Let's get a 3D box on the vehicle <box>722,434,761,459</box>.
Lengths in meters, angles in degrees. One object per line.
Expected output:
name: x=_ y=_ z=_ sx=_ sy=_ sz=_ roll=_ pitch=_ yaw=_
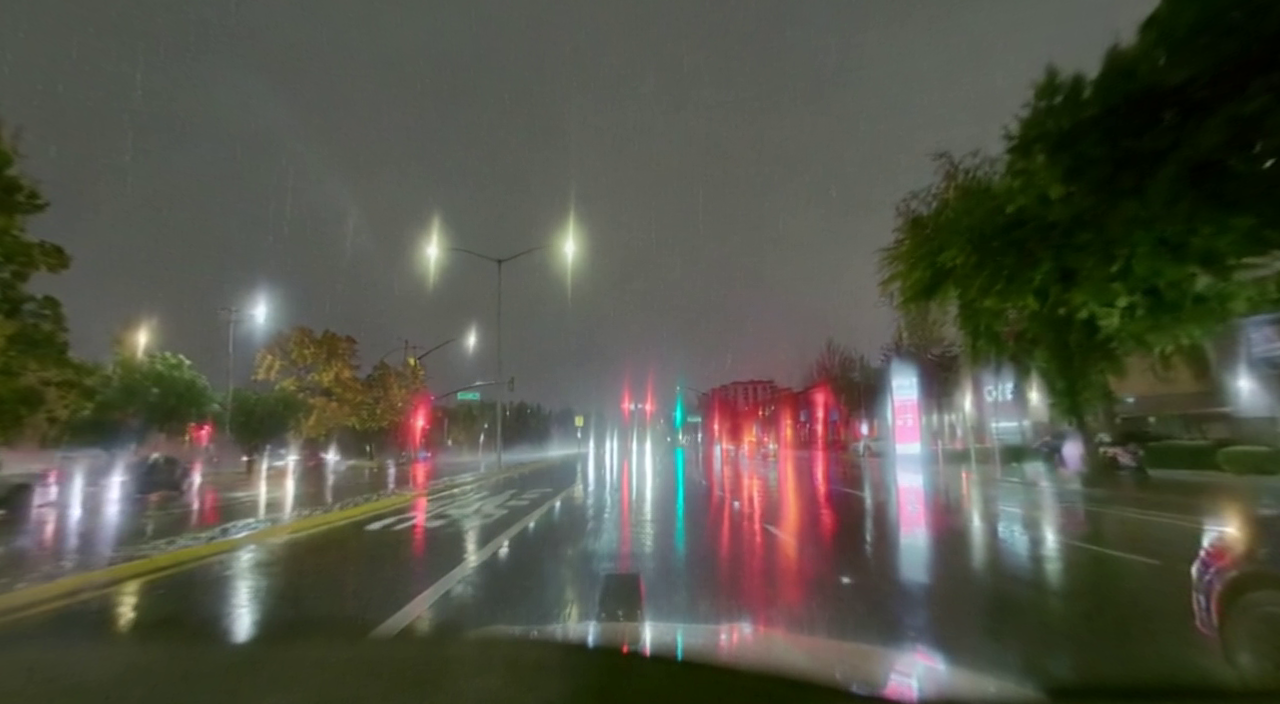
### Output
vehicle: x=7.406 y=6.980 z=46.548 sx=2.068 sy=1.731 sz=4.752 roll=0 pitch=-8 yaw=-1

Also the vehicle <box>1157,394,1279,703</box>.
vehicle: x=3.728 y=0.684 z=1.118 sx=1.861 sy=1.473 sz=4.393 roll=0 pitch=-8 yaw=0

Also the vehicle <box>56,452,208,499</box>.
vehicle: x=-17.966 y=4.351 z=22.672 sx=1.824 sy=1.453 sz=4.433 roll=0 pitch=-8 yaw=-1

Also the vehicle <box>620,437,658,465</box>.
vehicle: x=-0.079 y=5.763 z=36.913 sx=2.097 sy=1.480 sz=4.006 roll=0 pitch=-8 yaw=0

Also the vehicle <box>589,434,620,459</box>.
vehicle: x=-2.750 y=7.438 z=49.823 sx=2.064 sy=1.825 sz=4.760 roll=0 pitch=-8 yaw=1

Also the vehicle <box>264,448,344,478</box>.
vehicle: x=-18.078 y=5.977 z=34.242 sx=1.865 sy=1.460 sz=4.693 roll=0 pitch=-8 yaw=-2
